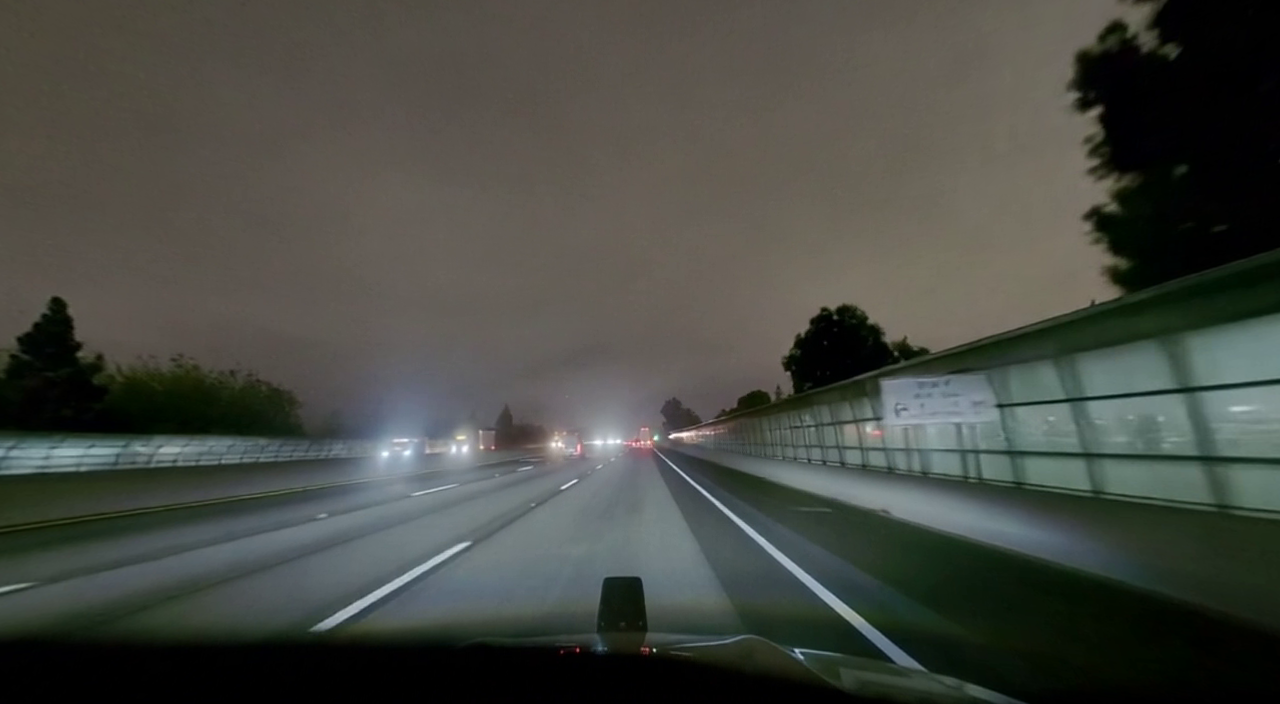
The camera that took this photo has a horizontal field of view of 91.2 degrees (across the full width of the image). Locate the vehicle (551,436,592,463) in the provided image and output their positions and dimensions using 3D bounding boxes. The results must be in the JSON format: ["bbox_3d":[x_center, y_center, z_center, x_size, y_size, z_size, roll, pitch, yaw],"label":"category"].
[{"bbox_3d":[-4.216,6.057,39.070,2.063,1.598,4.189,0,-8,0],"label":"vehicle"}]
